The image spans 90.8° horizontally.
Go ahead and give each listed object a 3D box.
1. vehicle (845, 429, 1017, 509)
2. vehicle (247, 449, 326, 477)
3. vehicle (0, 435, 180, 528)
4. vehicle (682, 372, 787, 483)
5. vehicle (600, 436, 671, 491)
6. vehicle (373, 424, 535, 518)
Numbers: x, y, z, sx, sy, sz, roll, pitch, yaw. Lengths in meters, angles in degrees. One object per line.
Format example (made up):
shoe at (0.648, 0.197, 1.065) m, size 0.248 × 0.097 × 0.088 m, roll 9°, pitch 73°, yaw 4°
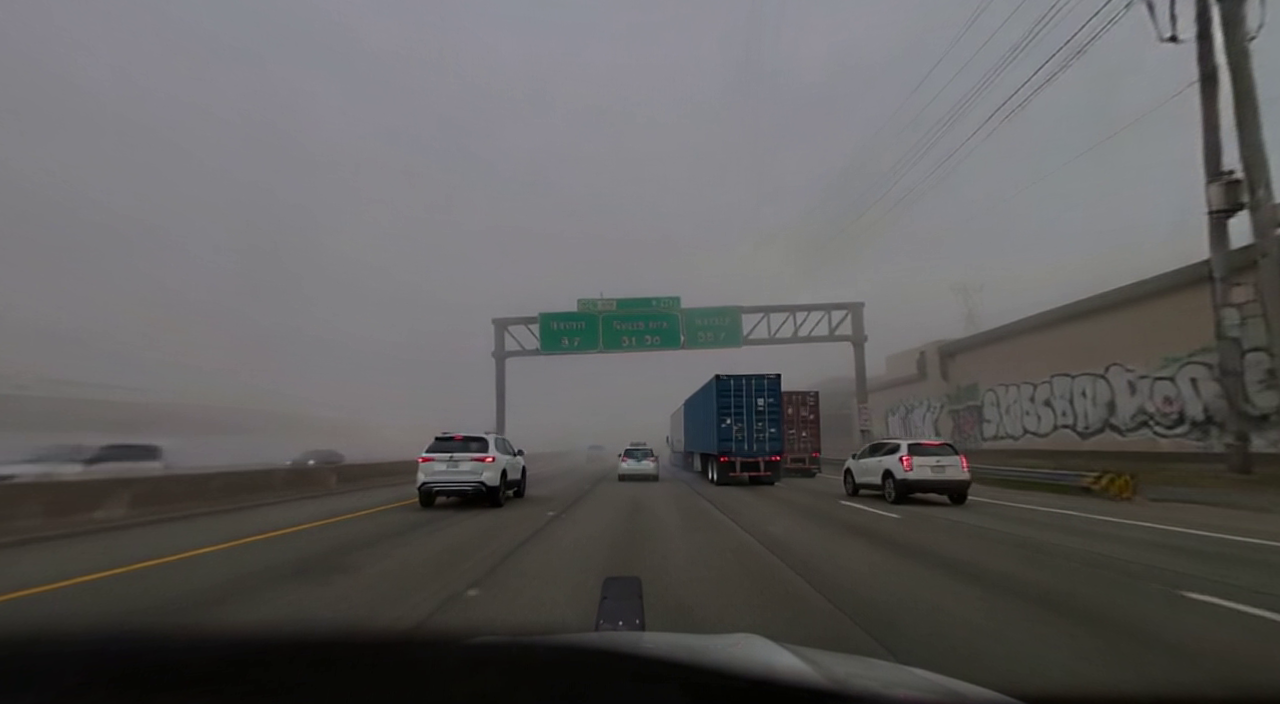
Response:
vehicle at (7.146, 2.920, 16.205) m, size 2.202 × 1.731 × 4.628 m, roll 0°, pitch -9°, yaw 0°
vehicle at (-19.471, 6.113, 35.039) m, size 1.858 × 1.460 × 4.599 m, roll 0°, pitch -9°, yaw -2°
vehicle at (-11.601, 2.436, 12.351) m, size 1.904 × 1.518 × 4.443 m, roll 0°, pitch -9°, yaw -1°
vehicle at (3.847, 3.738, 29.591) m, size 2.800 × 4.039 × 13.179 m, roll 0°, pitch -9°, yaw 0°
vehicle at (-0.160, 3.781, 21.737) m, size 2.191 × 1.685 × 4.015 m, roll 0°, pitch -9°, yaw -1°
vehicle at (-4.001, 2.676, 14.640) m, size 2.264 × 1.804 × 4.584 m, roll 0°, pitch -9°, yaw 1°
